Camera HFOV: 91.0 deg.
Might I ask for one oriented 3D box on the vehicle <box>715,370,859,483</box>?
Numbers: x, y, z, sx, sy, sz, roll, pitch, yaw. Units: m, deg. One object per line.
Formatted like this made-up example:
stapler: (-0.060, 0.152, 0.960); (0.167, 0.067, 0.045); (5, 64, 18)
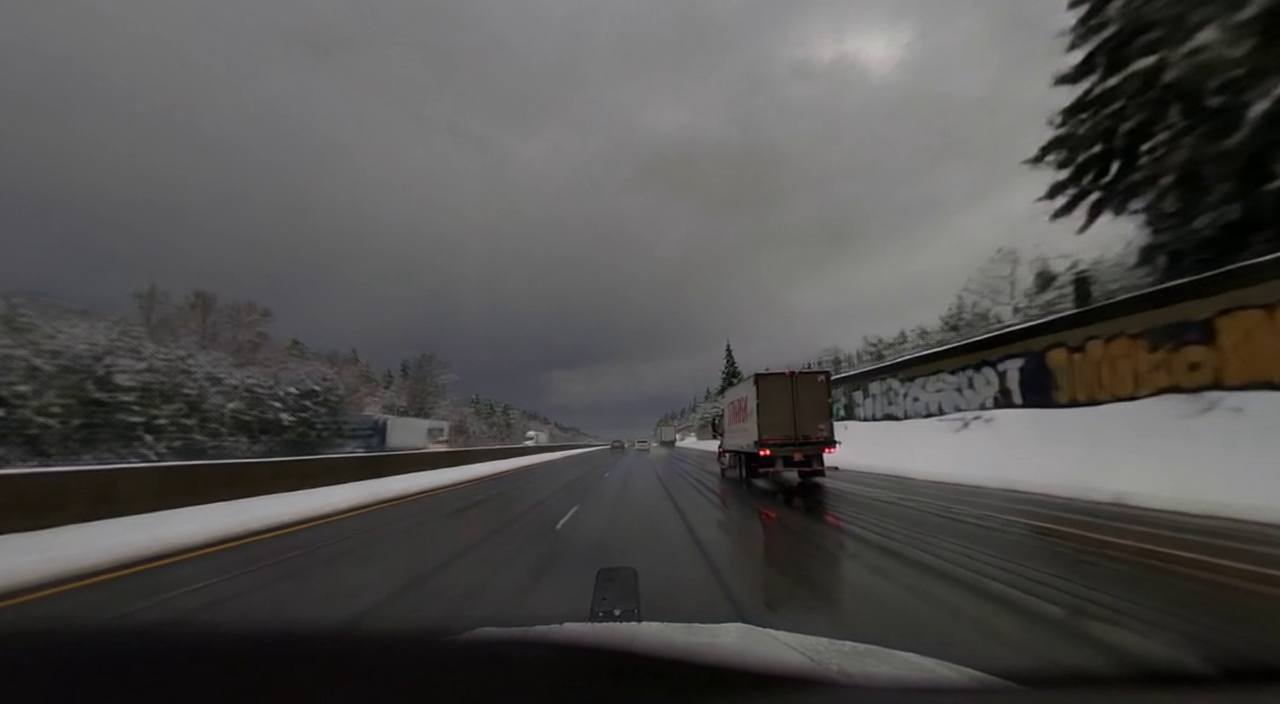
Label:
vehicle: (5.197, 3.035, 24.889); (2.949, 3.470, 10.539); (0, -8, -1)
